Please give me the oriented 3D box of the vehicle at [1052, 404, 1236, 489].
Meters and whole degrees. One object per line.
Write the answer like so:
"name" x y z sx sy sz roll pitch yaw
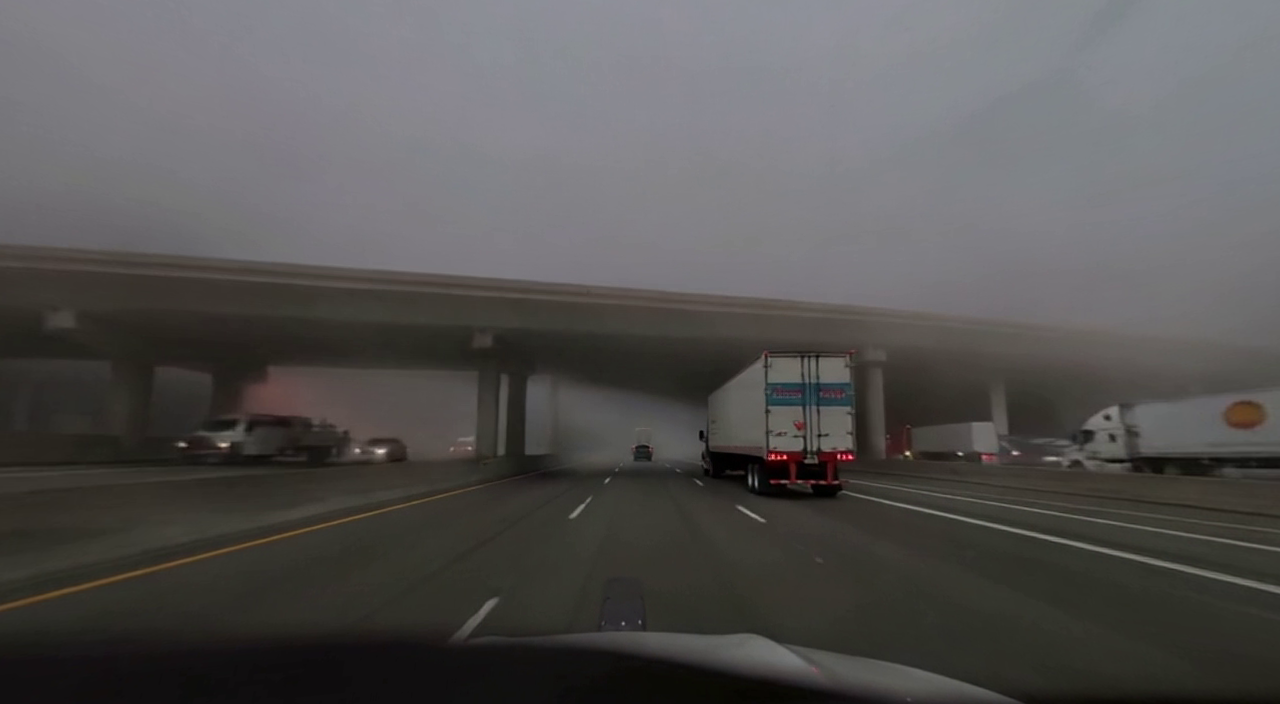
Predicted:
"vehicle" 22.077 4.208 28.172 3.022 3.354 6.006 0 -9 -1

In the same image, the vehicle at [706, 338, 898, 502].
"vehicle" 4.681 2.719 22.585 2.881 3.995 14.382 0 -9 -1

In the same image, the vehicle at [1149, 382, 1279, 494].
"vehicle" 22.011 2.801 20.391 2.784 3.571 9.857 0 -9 0

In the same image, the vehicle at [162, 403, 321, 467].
"vehicle" -19.879 4.317 32.255 2.827 2.801 8.021 0 -9 0

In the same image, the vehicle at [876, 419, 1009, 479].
"vehicle" 22.633 7.476 48.799 2.853 3.921 14.754 0 -9 -1

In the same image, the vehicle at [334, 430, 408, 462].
"vehicle" -13.120 4.618 31.000 1.849 1.464 4.096 0 -9 0
